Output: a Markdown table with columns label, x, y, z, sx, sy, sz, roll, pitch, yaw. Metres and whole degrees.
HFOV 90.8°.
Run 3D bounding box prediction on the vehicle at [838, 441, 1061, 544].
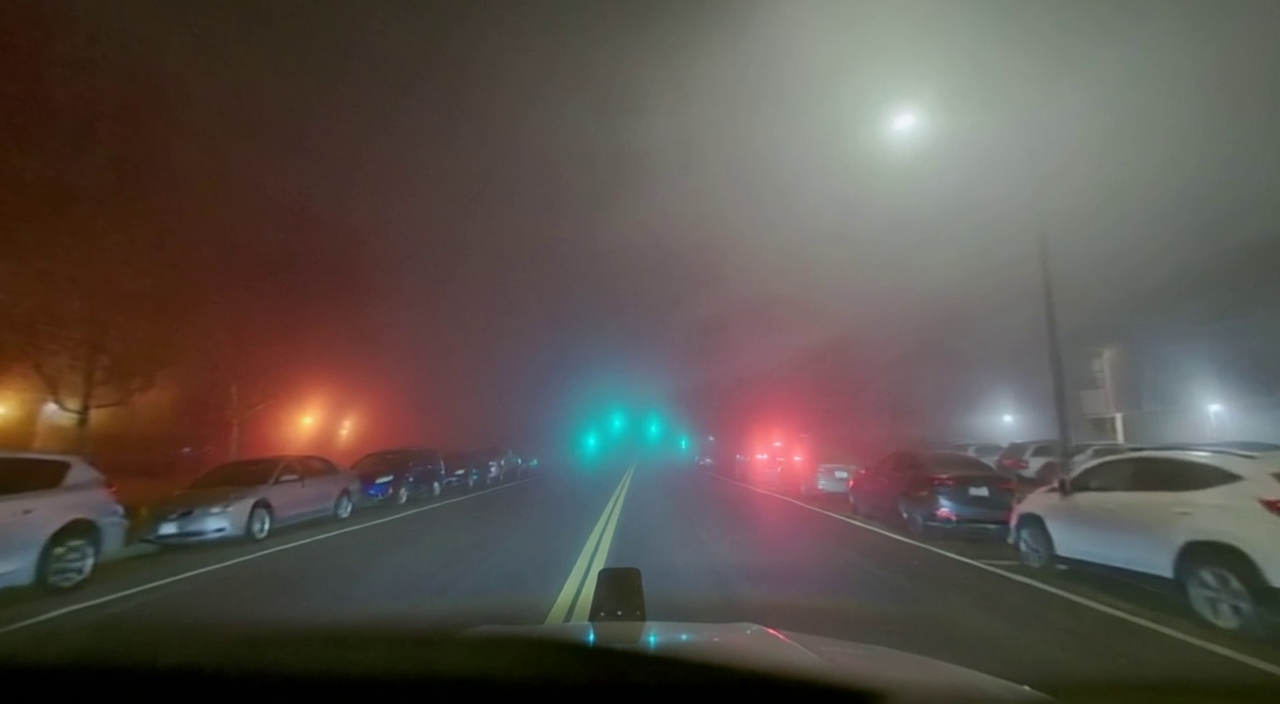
| label | x | y | z | sx | sy | sz | roll | pitch | yaw |
| --- | --- | --- | --- | --- | --- | --- | --- | --- | --- |
| vehicle | 5.071 | 2.314 | 11.161 | 1.798 | 1.432 | 4.330 | 0 | -8 | 1 |

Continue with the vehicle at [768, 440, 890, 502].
| label | x | y | z | sx | sy | sz | roll | pitch | yaw |
| --- | --- | --- | --- | --- | --- | --- | --- | --- | --- |
| vehicle | 5.082 | 3.249 | 17.742 | 1.830 | 1.477 | 4.684 | 0 | -8 | -2 |

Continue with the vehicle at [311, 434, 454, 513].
| label | x | y | z | sx | sy | sz | roll | pitch | yaw |
| --- | --- | --- | --- | --- | --- | --- | --- | --- | --- |
| vehicle | -6.422 | 3.045 | 16.417 | 1.904 | 1.727 | 4.530 | 0 | -8 | -2 |

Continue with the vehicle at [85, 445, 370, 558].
| label | x | y | z | sx | sy | sz | roll | pitch | yaw |
| --- | --- | --- | --- | --- | --- | --- | --- | --- | --- |
| vehicle | -6.505 | 2.339 | 10.734 | 1.809 | 1.499 | 4.358 | 0 | -8 | 1 |

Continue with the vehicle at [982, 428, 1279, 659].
| label | x | y | z | sx | sy | sz | roll | pitch | yaw |
| --- | --- | --- | --- | --- | --- | --- | --- | --- | --- |
| vehicle | 5.021 | 1.452 | 5.547 | 1.729 | 1.479 | 4.101 | 0 | -8 | 0 |

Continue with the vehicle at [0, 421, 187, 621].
| label | x | y | z | sx | sy | sz | roll | pitch | yaw |
| --- | --- | --- | --- | --- | --- | --- | --- | --- | --- |
| vehicle | -6.365 | 1.392 | 5.092 | 1.947 | 1.665 | 4.716 | 0 | -8 | -1 |

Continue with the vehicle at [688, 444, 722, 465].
| label | x | y | z | sx | sy | sz | roll | pitch | yaw |
| --- | --- | --- | --- | --- | --- | --- | --- | --- | --- |
| vehicle | 5.023 | 7.961 | 49.330 | 1.955 | 1.536 | 4.395 | 0 | -8 | -2 |
